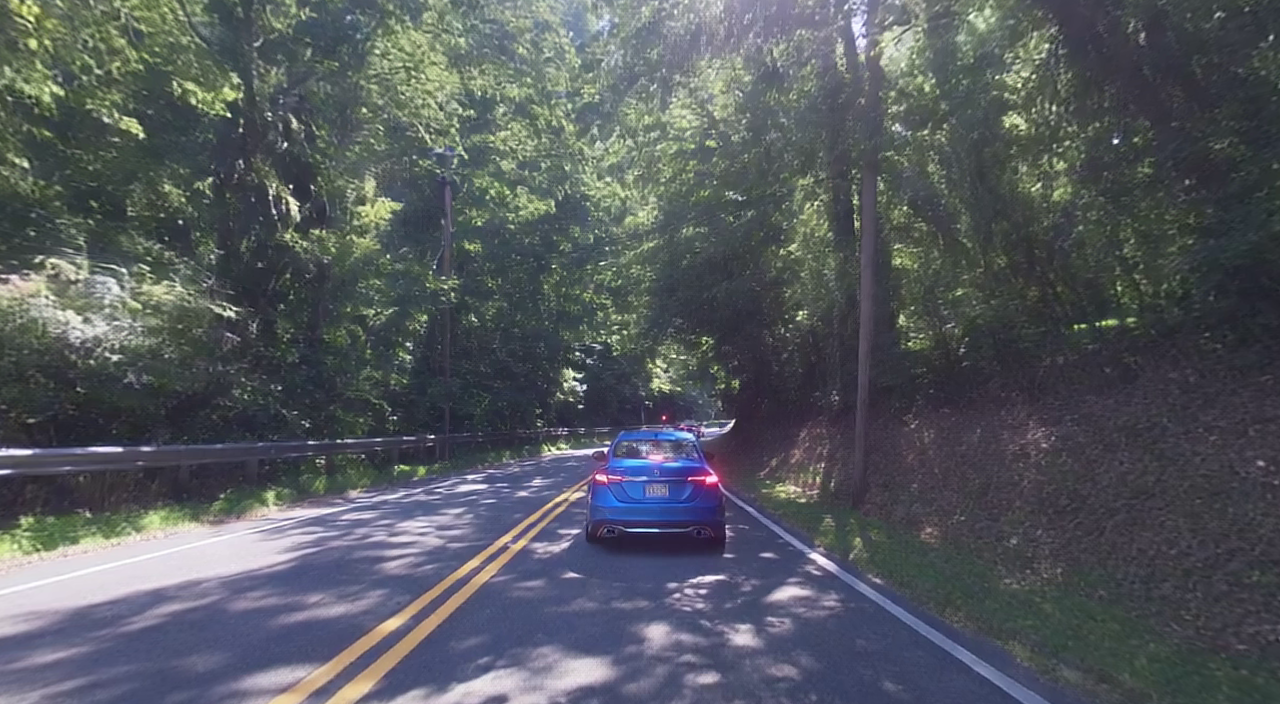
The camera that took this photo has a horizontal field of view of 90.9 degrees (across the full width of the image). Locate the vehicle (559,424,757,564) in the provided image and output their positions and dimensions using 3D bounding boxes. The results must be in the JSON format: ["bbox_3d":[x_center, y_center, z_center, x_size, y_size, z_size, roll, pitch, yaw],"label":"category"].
[{"bbox_3d":[0.234,1.849,8.909,2.187,1.533,3.726,0,-8,1],"label":"vehicle"}]
